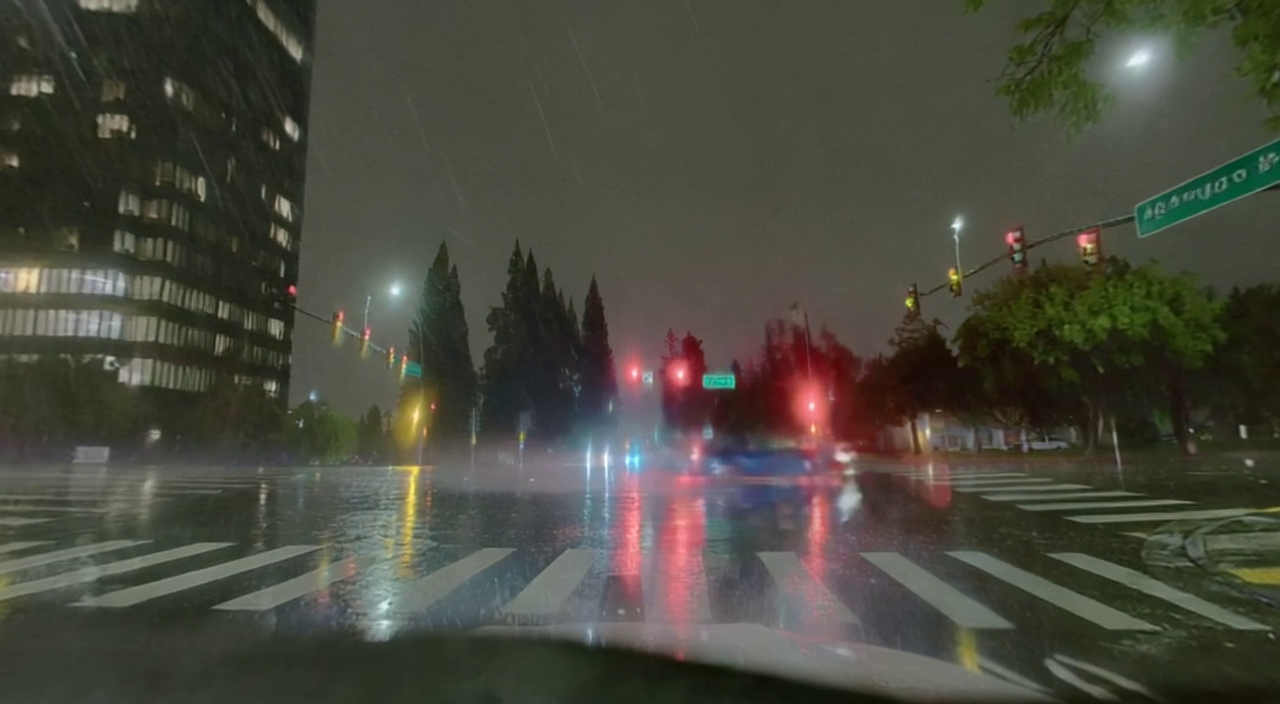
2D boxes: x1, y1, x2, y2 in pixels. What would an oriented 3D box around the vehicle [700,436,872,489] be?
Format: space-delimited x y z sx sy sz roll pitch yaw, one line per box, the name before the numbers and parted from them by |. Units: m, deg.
vehicle | 4.253 3.291 19.025 4.698 1.466 1.883 0 -9 0
